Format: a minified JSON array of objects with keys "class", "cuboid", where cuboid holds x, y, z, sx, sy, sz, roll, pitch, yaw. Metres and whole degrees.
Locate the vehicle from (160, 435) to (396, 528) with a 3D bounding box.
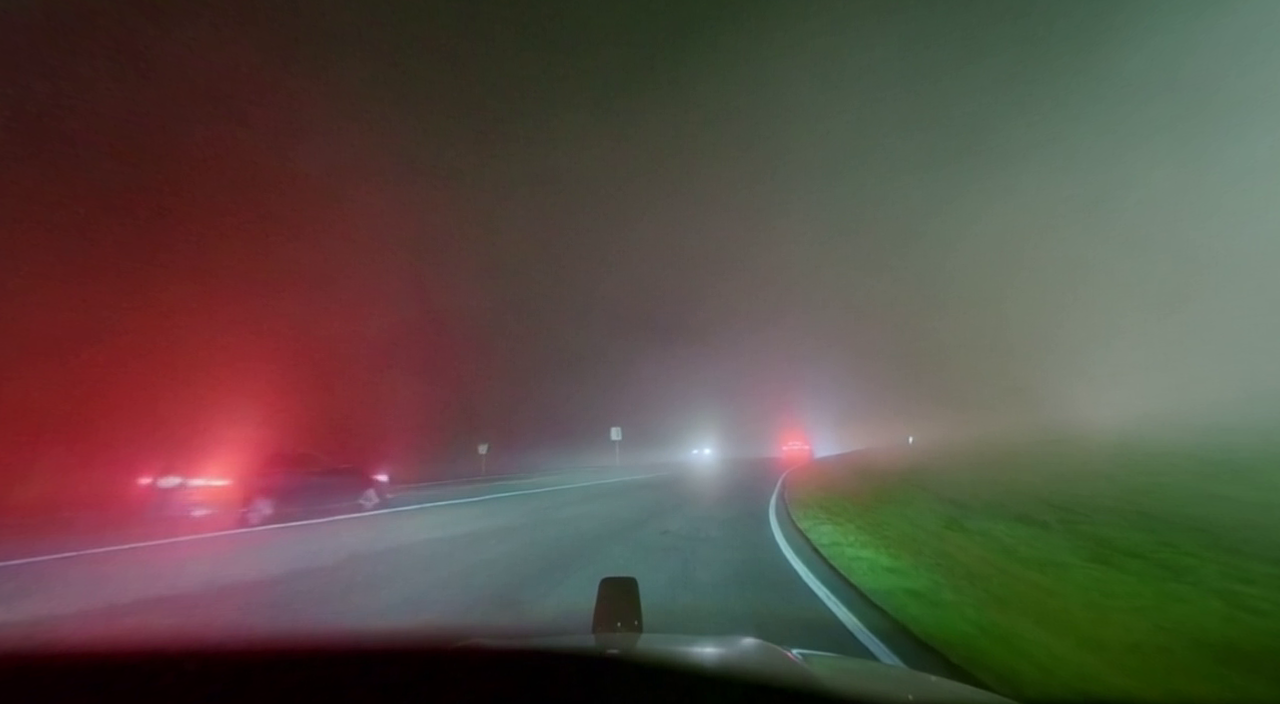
[{"class":"vehicle","cuboid":[-7.682,2.733,13.784,2.106,1.679,3.908,-4,-10,22]}]
